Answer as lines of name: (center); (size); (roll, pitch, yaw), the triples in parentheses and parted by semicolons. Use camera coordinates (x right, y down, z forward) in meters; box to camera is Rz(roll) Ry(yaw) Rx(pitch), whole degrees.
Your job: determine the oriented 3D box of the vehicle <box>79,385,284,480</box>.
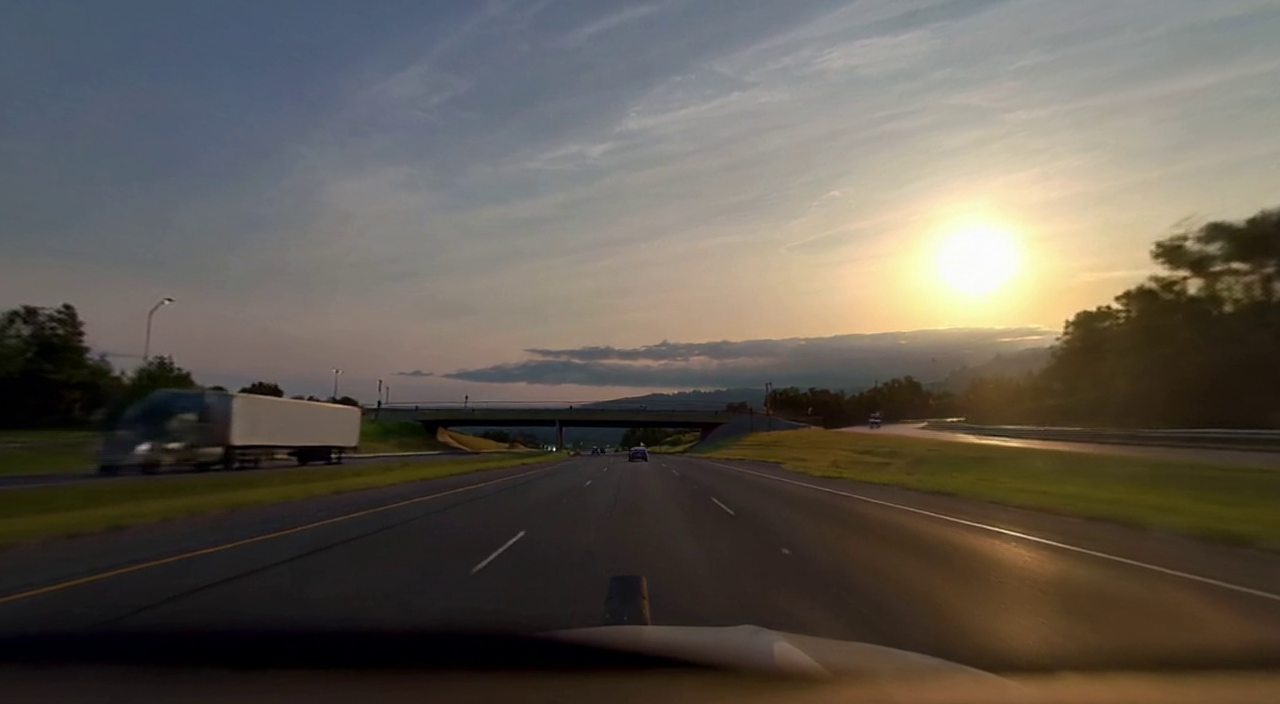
vehicle: (-21.996, 4.050, 31.227); (3.659, 4.028, 8.491); (0, -8, 0)
